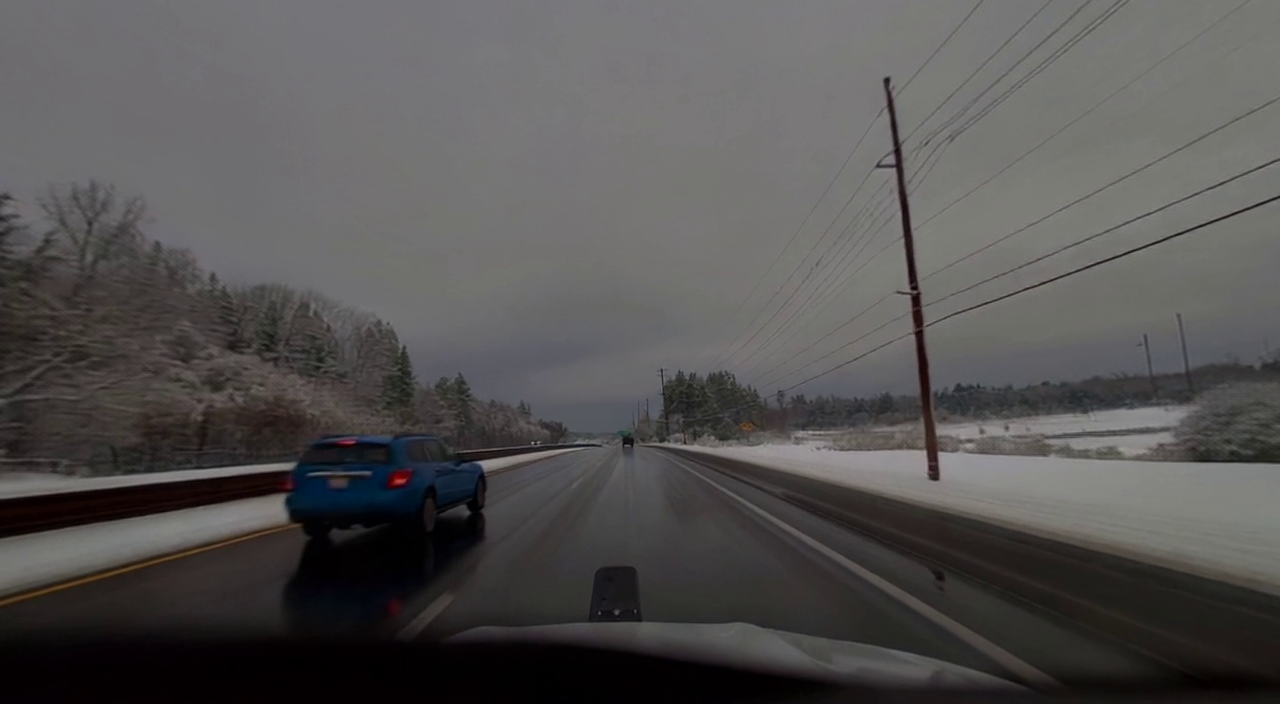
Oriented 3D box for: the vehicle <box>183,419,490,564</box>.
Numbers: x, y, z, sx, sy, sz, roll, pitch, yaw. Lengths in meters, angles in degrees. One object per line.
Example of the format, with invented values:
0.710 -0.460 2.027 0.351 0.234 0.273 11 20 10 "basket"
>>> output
-3.805 1.810 9.126 2.150 1.532 4.671 0 -8 0 "vehicle"
